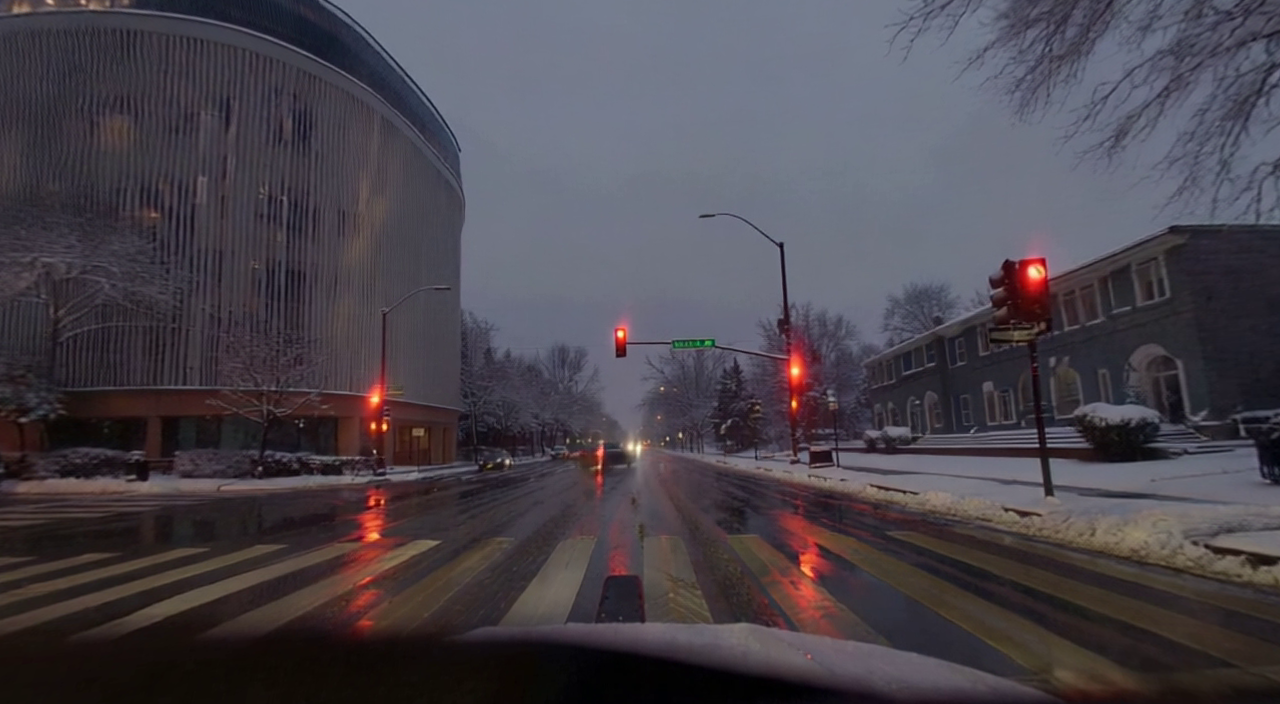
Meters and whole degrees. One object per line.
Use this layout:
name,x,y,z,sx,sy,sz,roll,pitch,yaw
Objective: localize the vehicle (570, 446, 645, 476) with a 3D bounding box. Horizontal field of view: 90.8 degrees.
vehicle,-1.642,5.855,34.269,2.088,1.452,4.833,-4,-9,24
